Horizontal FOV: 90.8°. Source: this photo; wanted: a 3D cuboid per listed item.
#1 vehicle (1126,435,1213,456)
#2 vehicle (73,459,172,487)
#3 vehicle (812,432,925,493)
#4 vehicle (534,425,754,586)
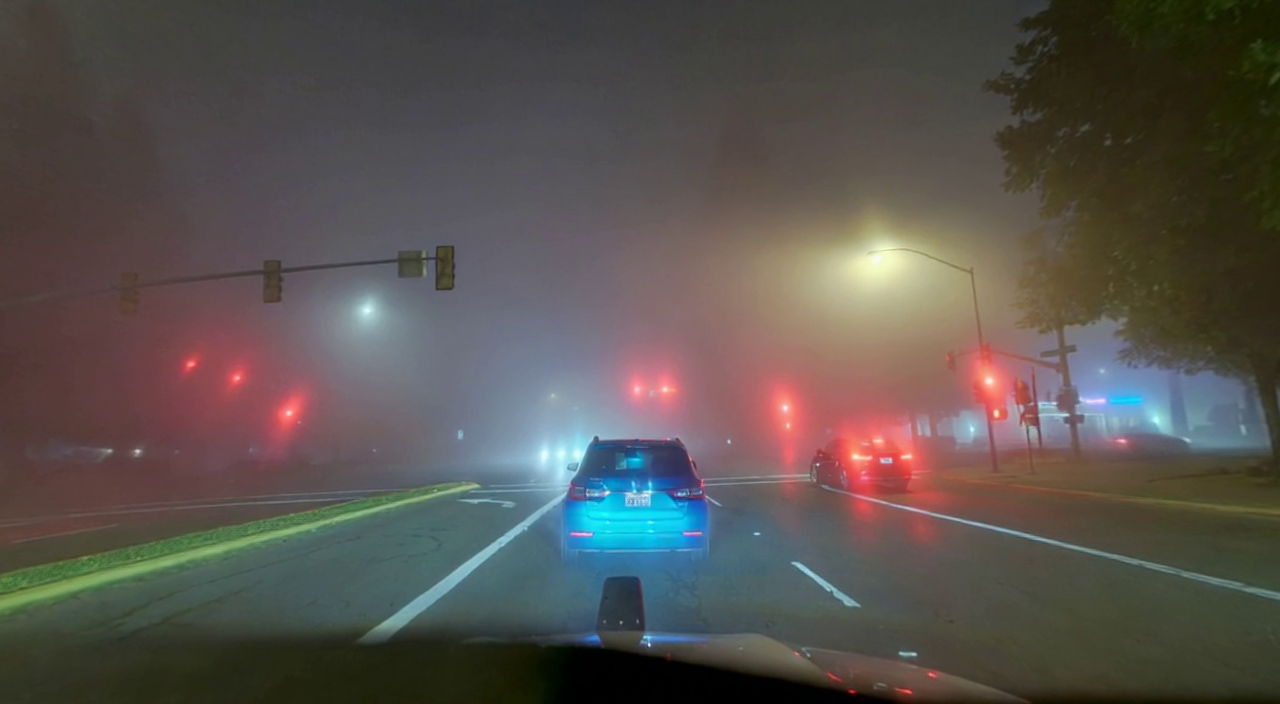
[{"bbox_3d":[37.513,6.635,44.832,4.563,1.454,2.056,1,-9,-7],"label":"vehicle"},{"bbox_3d":[-32.392,7.553,39.633,4.401,1.625,1.863,0,-8,-4],"label":"vehicle"},{"bbox_3d":[7.053,3.440,20.065,2.039,1.692,4.319,0,-8,1],"label":"vehicle"},{"bbox_3d":[-0.021,1.763,8.140,2.070,1.488,4.206,0,-8,-2],"label":"vehicle"}]
